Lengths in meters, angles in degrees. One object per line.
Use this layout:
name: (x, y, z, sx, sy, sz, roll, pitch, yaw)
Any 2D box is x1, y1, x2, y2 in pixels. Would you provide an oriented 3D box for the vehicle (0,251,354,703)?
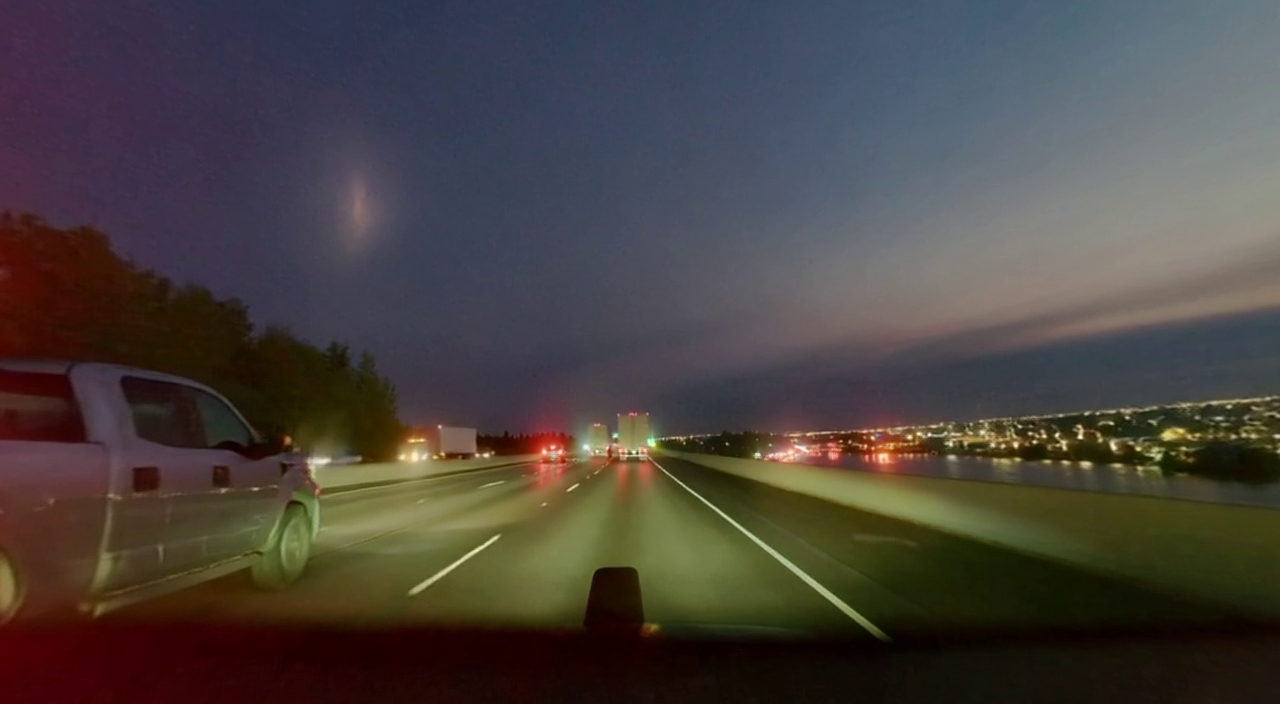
vehicle: (-3.446, 0.737, 2.711, 2.223, 2.045, 4.798, 0, -8, -1)
